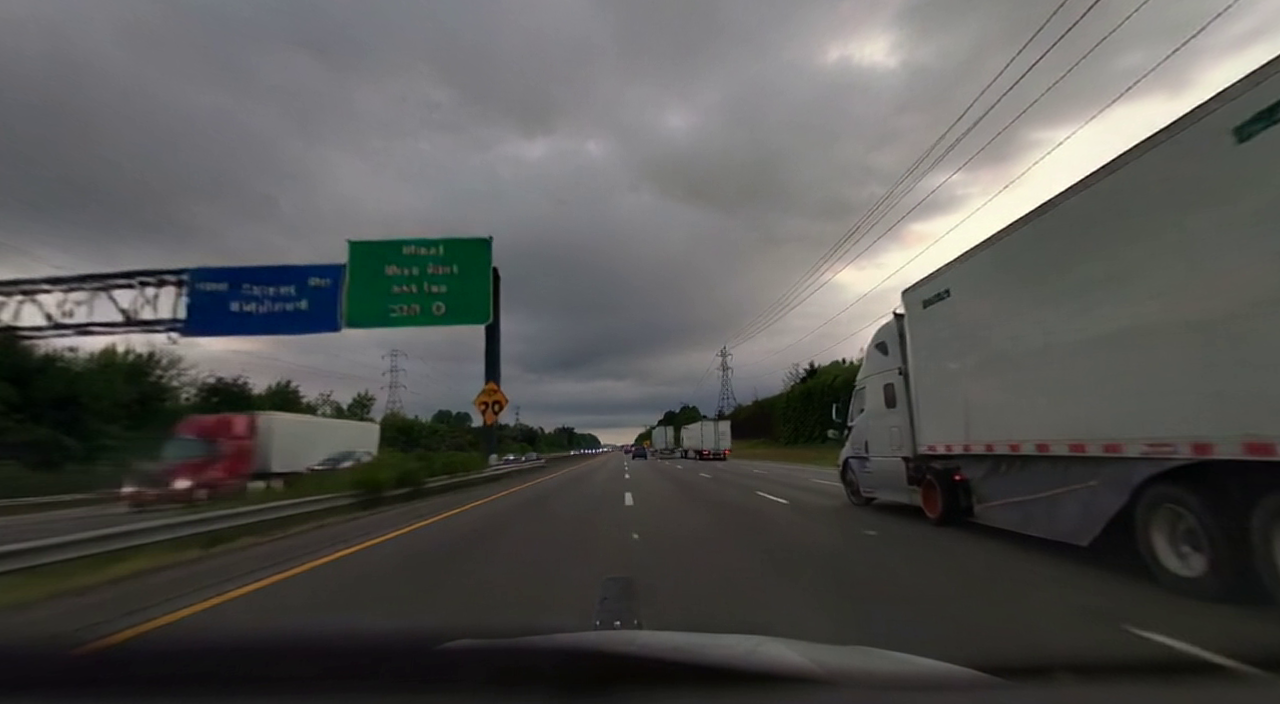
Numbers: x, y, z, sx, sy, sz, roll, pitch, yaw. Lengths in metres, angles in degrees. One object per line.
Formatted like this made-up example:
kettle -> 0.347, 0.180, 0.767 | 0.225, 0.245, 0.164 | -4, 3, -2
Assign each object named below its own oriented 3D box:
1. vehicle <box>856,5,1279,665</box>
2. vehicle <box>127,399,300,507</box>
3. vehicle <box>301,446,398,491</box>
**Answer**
vehicle -> 5.300, 0.186, 5.875 | 2.869, 4.048, 8.895 | 0, -9, -3
vehicle -> -17.656, 4.245, 26.681 | 2.962, 4.023, 6.073 | 0, -9, -2
vehicle -> -13.902, 5.567, 30.473 | 2.464, 1.975, 4.855 | 0, -9, -1
